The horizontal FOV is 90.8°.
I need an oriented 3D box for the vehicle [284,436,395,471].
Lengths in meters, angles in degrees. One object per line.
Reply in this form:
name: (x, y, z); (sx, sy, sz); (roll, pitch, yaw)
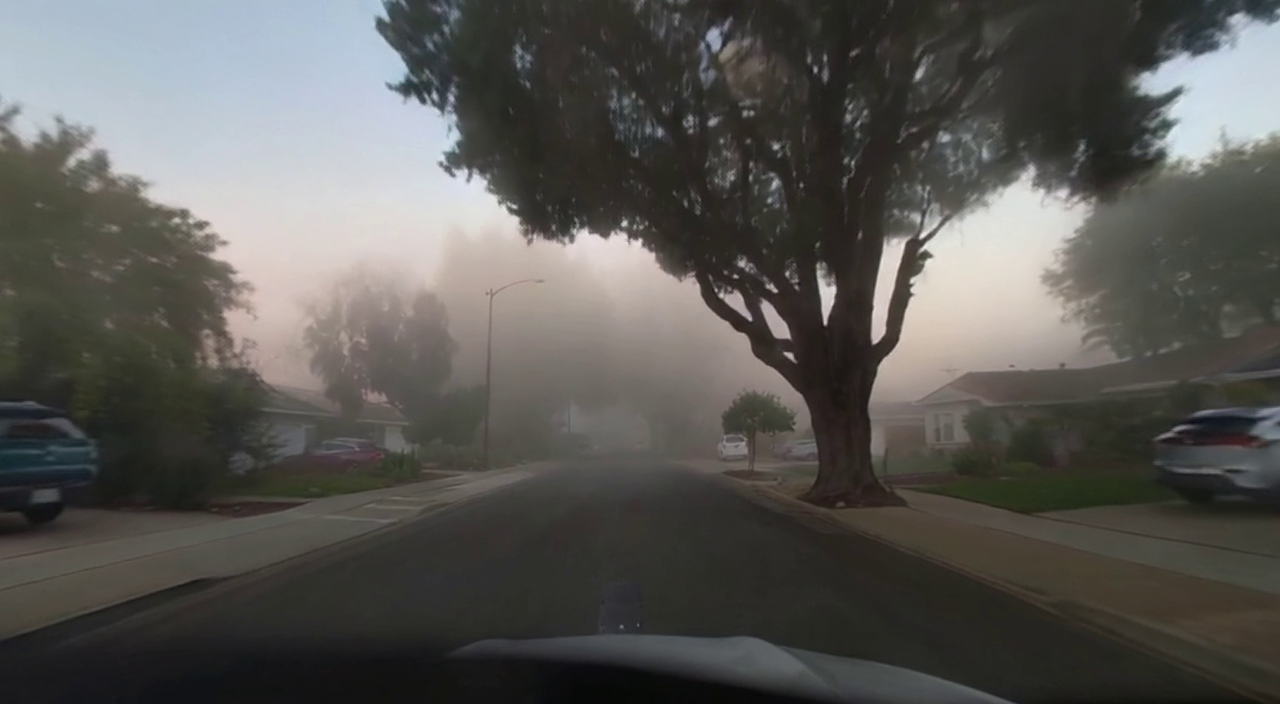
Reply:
vehicle: (-13.810, 4.694, 29.264); (4.190, 1.529, 1.880); (0, -8, -4)

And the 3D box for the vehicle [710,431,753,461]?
vehicle: (6.664, 6.890, 46.455); (2.233, 1.923, 4.848); (-3, -8, -2)

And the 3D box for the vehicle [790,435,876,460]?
vehicle: (11.916, 5.916, 39.158); (4.686, 1.466, 1.869); (0, -8, -1)

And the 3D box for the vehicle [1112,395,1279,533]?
vehicle: (9.779, 1.532, 8.933); (4.582, 1.719, 1.947); (0, -8, 0)

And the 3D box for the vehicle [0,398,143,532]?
vehicle: (-11.846, 1.794, 10.275); (5.320, 1.905, 2.455); (0, -8, -2)
